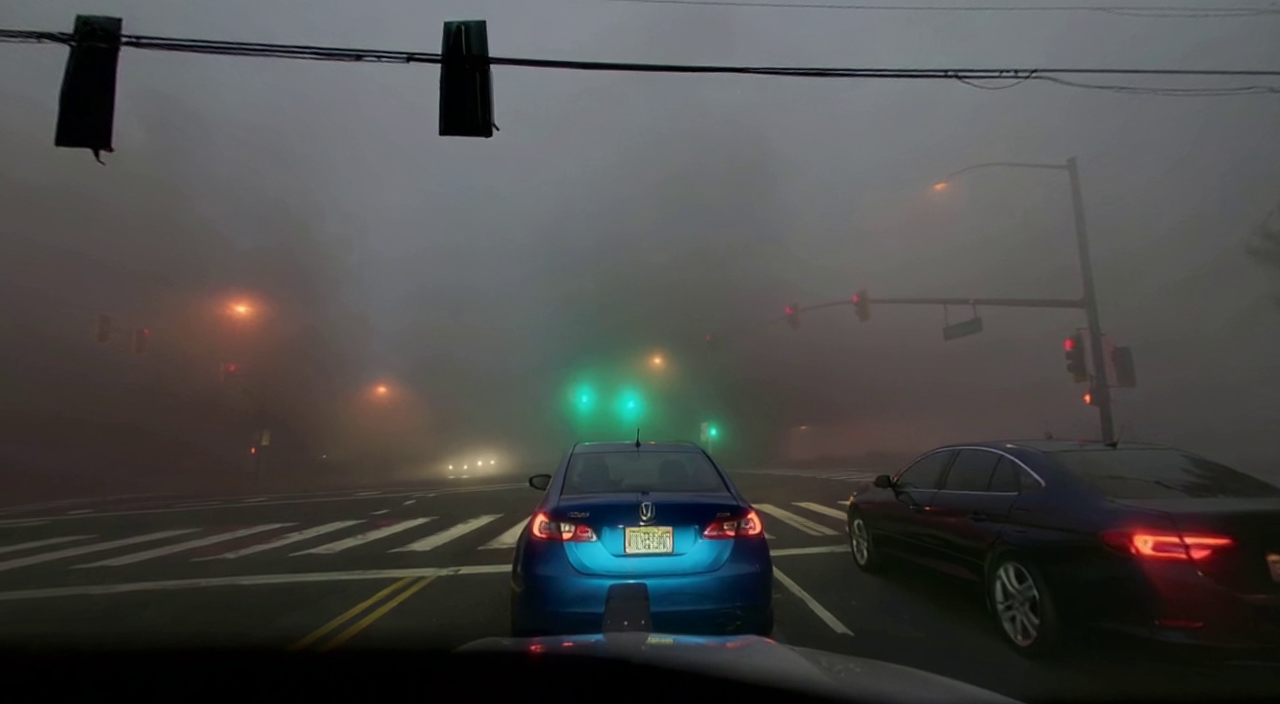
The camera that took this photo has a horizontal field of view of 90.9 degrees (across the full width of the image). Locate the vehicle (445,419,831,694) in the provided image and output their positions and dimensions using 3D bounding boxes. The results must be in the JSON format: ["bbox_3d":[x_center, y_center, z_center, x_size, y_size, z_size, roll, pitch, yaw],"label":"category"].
[{"bbox_3d":[-0.054,1.416,5.547,2.094,1.481,4.078,0,-8,-1],"label":"vehicle"}]

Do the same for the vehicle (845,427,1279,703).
[{"bbox_3d":[3.355,1.397,5.184,1.860,1.430,4.089,0,-8,-1],"label":"vehicle"}]
